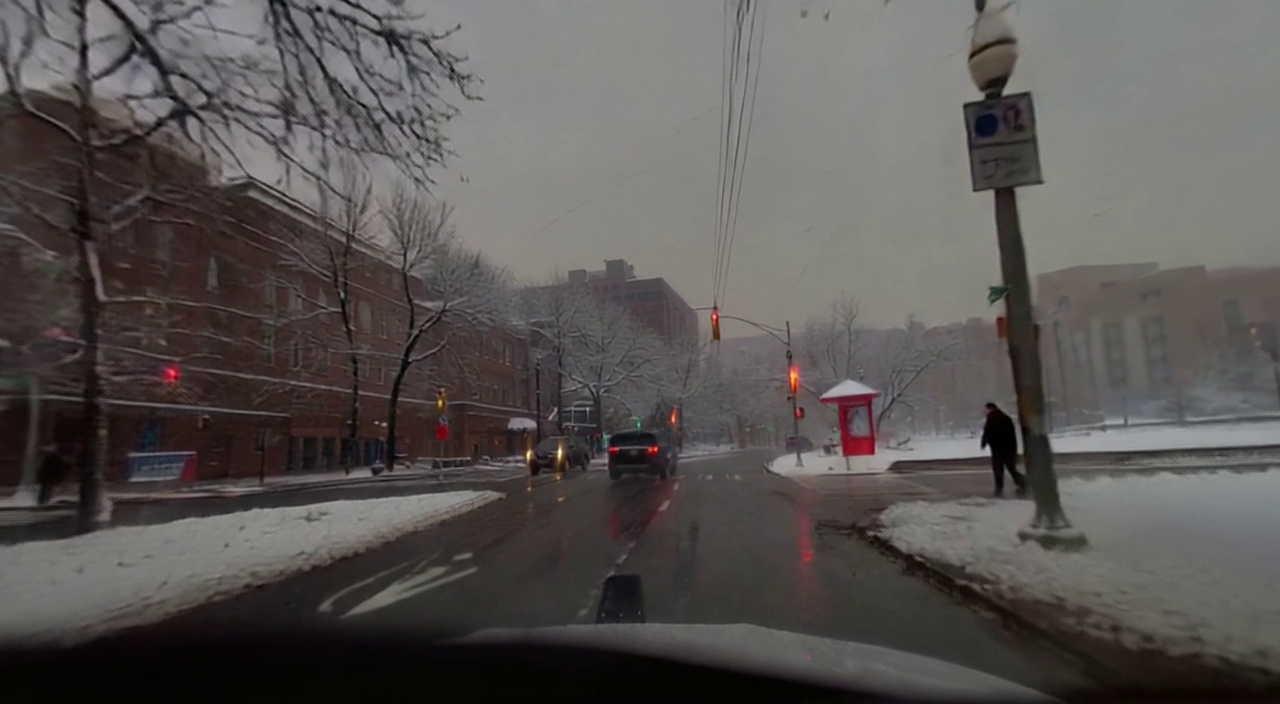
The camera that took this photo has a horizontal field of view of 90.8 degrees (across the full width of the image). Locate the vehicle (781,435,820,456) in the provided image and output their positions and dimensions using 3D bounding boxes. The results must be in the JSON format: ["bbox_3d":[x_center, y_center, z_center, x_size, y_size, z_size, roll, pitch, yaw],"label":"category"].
[{"bbox_3d":[11.890,6.897,46.671,2.006,1.470,4.099,-4,-9,25],"label":"vehicle"}]

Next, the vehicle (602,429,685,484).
[{"bbox_3d":[0.253,3.643,22.311,2.101,1.721,4.364,-2,-9,11],"label":"vehicle"}]

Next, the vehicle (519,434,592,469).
[{"bbox_3d":[-4.308,5.210,33.143,2.017,1.684,4.483,-3,-9,18],"label":"vehicle"}]
